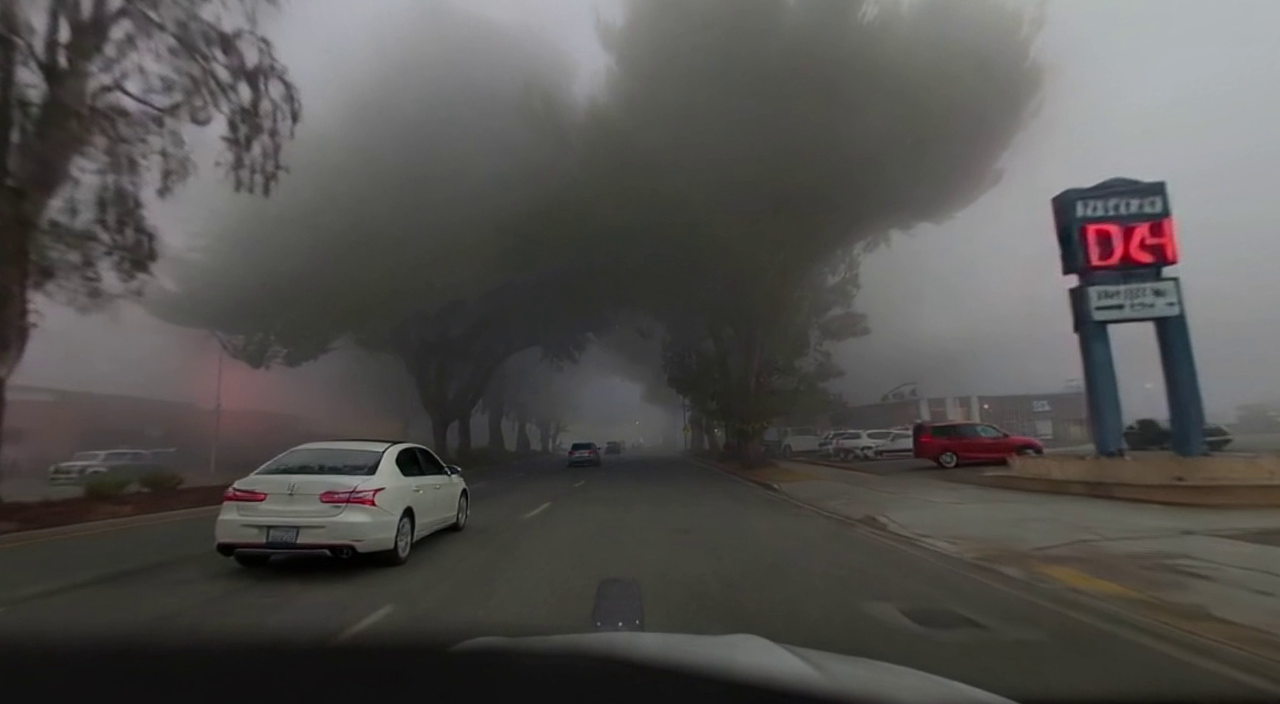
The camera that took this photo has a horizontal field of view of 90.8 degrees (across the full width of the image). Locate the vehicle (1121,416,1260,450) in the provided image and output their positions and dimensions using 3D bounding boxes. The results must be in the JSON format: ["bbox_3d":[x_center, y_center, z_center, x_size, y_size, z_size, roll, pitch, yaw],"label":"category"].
[{"bbox_3d":[26.369,3.921,30.366,4.882,1.568,1.963,0,-9,-3],"label":"vehicle"}]

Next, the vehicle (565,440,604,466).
[{"bbox_3d":[-3.262,6.045,37.964,1.955,1.461,4.396,0,-9,0],"label":"vehicle"}]

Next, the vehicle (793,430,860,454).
[{"bbox_3d":[13.468,6.554,45.806,4.165,1.650,1.946,0,-9,-2],"label":"vehicle"}]

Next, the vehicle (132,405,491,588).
[{"bbox_3d":[-3.550,1.672,8.127,2.126,1.655,4.560,0,-9,0],"label":"vehicle"}]

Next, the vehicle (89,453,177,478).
[{"bbox_3d":[-34.154,7.650,42.761,1.921,1.506,5.032,0,-9,-2],"label":"vehicle"}]

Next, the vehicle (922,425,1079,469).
[{"bbox_3d":[13.511,3.612,23.898,4.697,1.518,1.990,-1,-9,-1],"label":"vehicle"}]
